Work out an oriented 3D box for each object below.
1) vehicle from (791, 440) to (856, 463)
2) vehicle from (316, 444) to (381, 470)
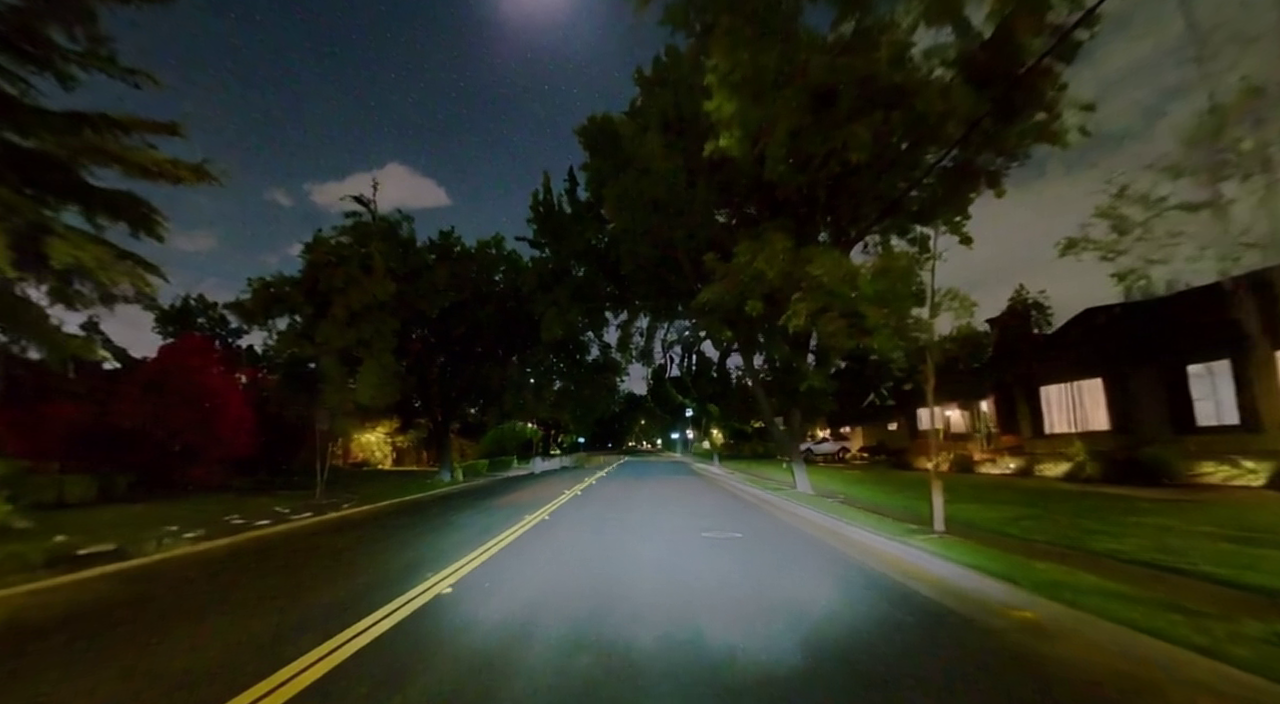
[{"bbox_3d":[14.374,7.783,49.469,4.493,1.690,1.944,-5,-10,30],"label":"vehicle"},{"bbox_3d":[-19.673,7.093,42.631,3.834,1.615,1.872,-4,-11,27],"label":"vehicle"}]
